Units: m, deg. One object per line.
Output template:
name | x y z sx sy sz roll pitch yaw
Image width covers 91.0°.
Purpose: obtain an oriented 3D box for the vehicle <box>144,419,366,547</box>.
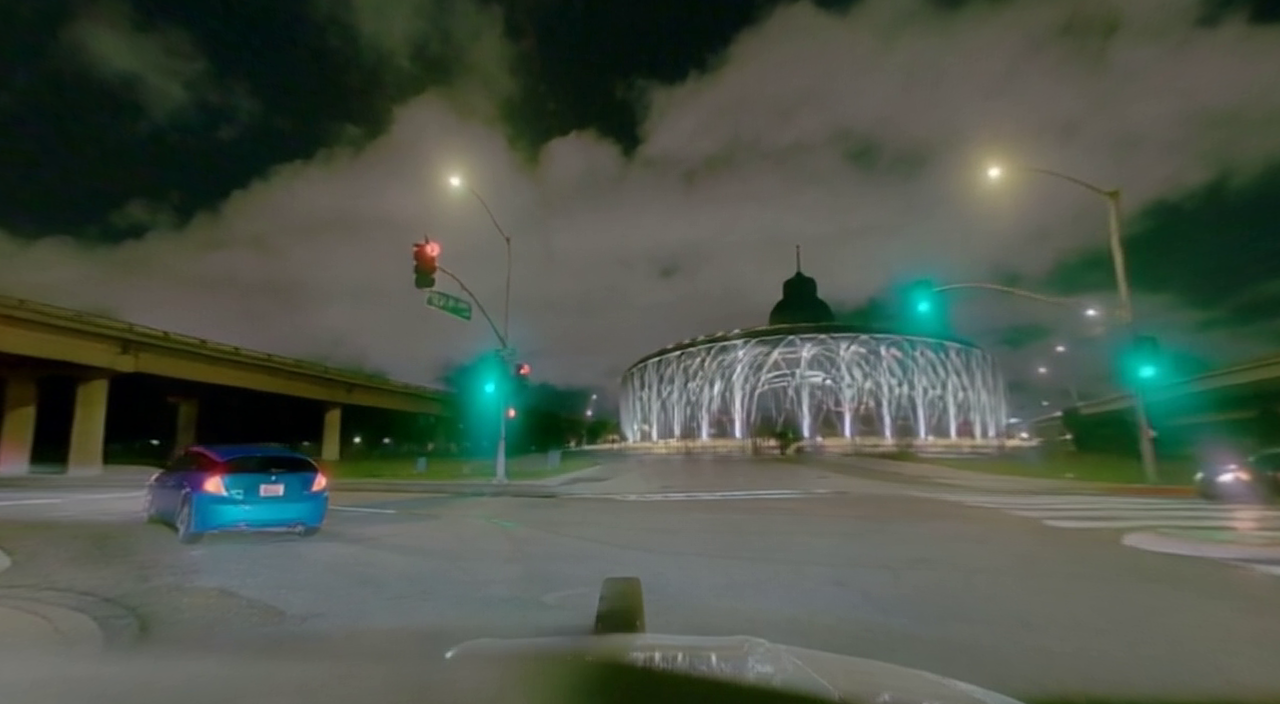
vehicle | -6.166 1.939 9.948 3.772 1.584 1.976 -8 -12 44
